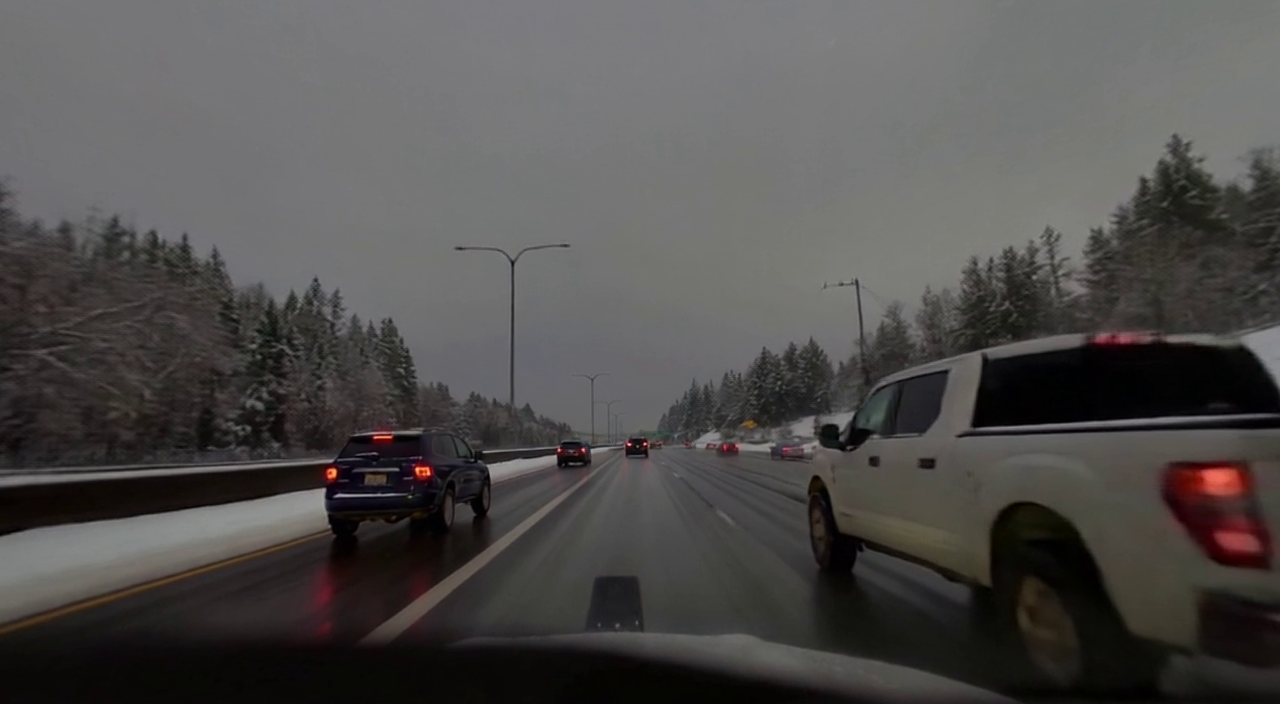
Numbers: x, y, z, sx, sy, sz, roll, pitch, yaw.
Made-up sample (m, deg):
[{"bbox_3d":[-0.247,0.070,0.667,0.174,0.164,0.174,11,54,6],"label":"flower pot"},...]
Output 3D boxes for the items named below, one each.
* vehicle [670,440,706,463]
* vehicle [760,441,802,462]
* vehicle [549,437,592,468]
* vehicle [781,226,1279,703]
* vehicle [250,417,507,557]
[{"bbox_3d":[3.256,6.848,43.648,2.007,1.469,4.337,0,-8,-2],"label":"vehicle"},{"bbox_3d":[9.784,6.935,44.087,1.910,1.384,3.867,0,-8,-1],"label":"vehicle"},{"bbox_3d":[-3.954,5.796,36.540,1.992,1.651,4.185,0,-8,0],"label":"vehicle"},{"bbox_3d":[2.778,0.966,4.486,2.200,1.870,5.649,0,-8,0],"label":"vehicle"},{"bbox_3d":[-3.581,1.928,9.766,2.119,1.654,4.353,0,-8,0],"label":"vehicle"}]
